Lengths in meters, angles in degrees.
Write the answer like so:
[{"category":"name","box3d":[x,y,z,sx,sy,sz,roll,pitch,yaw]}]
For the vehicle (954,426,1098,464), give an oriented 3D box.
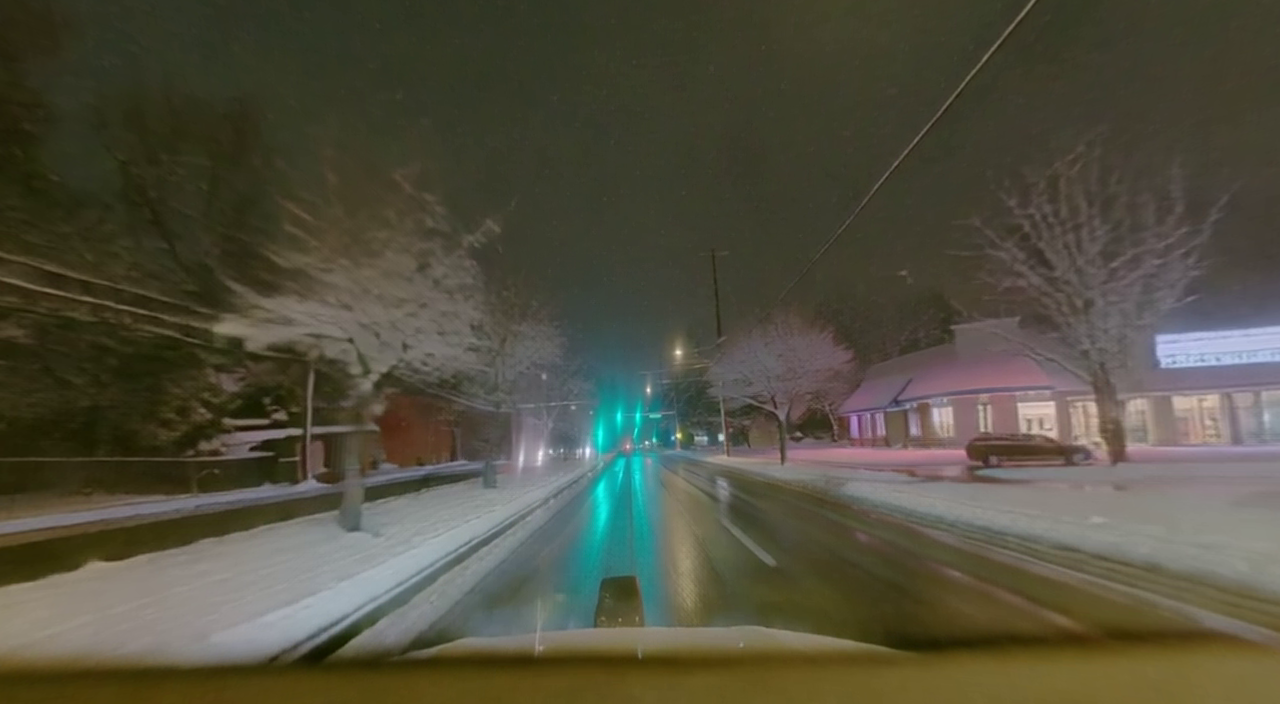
[{"category":"vehicle","box3d":[16.255,3.934,26.686,4.701,1.500,2.050,0,-8,0]}]
